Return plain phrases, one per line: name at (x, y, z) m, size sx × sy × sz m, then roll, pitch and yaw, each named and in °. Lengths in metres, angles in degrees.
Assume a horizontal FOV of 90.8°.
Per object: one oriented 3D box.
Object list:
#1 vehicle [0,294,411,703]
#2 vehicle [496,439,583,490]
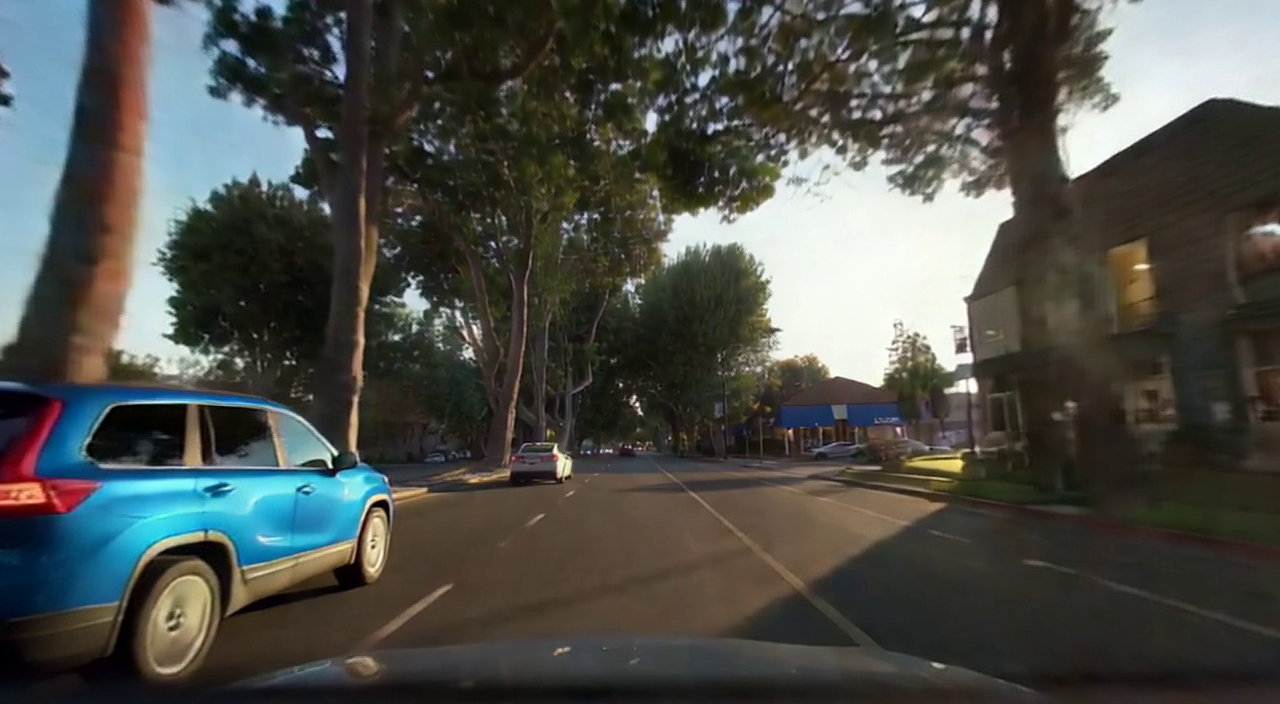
vehicle at (-3.383, 1.007, 4.309) m, size 2.042 × 1.817 × 4.364 m, roll 0°, pitch -8°, yaw -1°
vehicle at (-3.157, 3.647, 20.807) m, size 2.069 × 1.470 × 4.601 m, roll 0°, pitch -8°, yaw 0°
